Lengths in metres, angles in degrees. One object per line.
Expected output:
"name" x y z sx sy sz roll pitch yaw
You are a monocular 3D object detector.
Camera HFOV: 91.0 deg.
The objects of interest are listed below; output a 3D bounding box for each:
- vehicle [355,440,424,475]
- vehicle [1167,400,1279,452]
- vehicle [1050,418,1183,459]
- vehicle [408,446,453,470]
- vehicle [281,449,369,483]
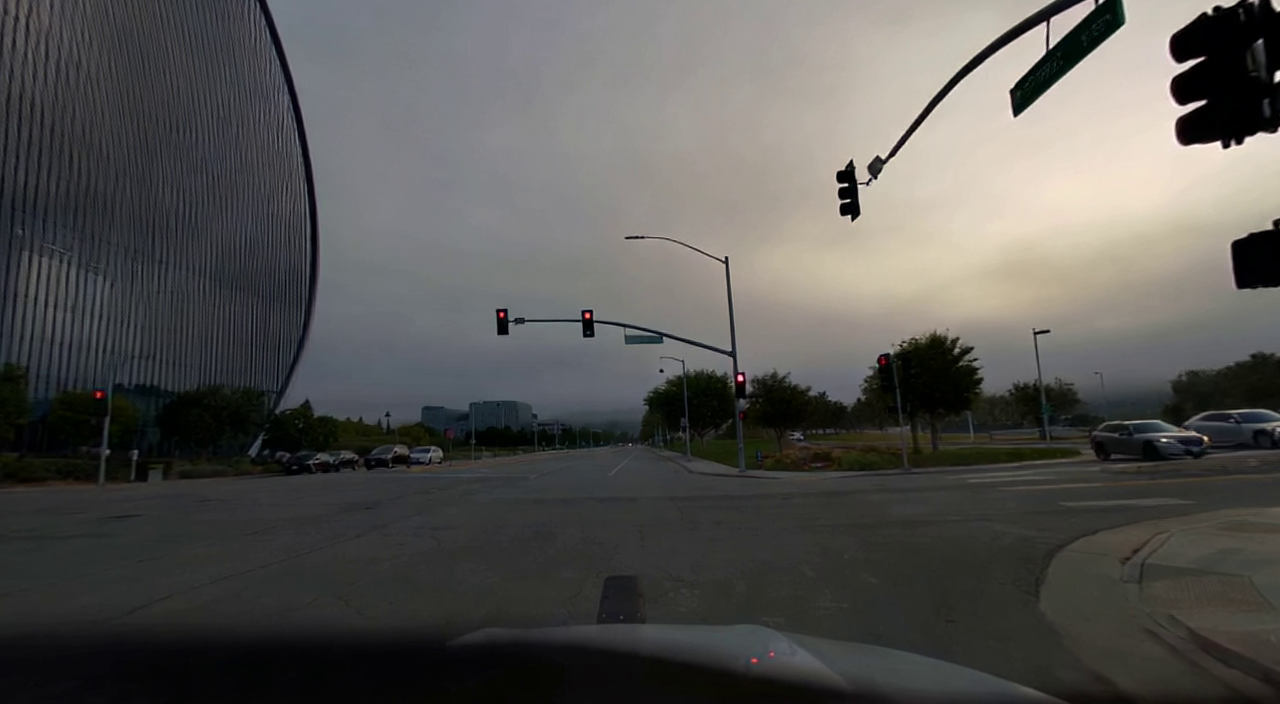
"vehicle" -14.888 6.298 37.729 2.091 1.915 5.040 0 -9 -1
"vehicle" 24.404 3.023 25.197 2.109 1.836 5.080 -2 -10 -1
"vehicle" 19.066 3.526 25.504 1.834 1.480 4.458 0 -9 -1
"vehicle" -15.157 7.669 45.750 1.932 1.605 4.146 1 -9 -2
"vehicle" -14.808 5.347 29.898 1.790 1.437 4.349 0 -9 2
